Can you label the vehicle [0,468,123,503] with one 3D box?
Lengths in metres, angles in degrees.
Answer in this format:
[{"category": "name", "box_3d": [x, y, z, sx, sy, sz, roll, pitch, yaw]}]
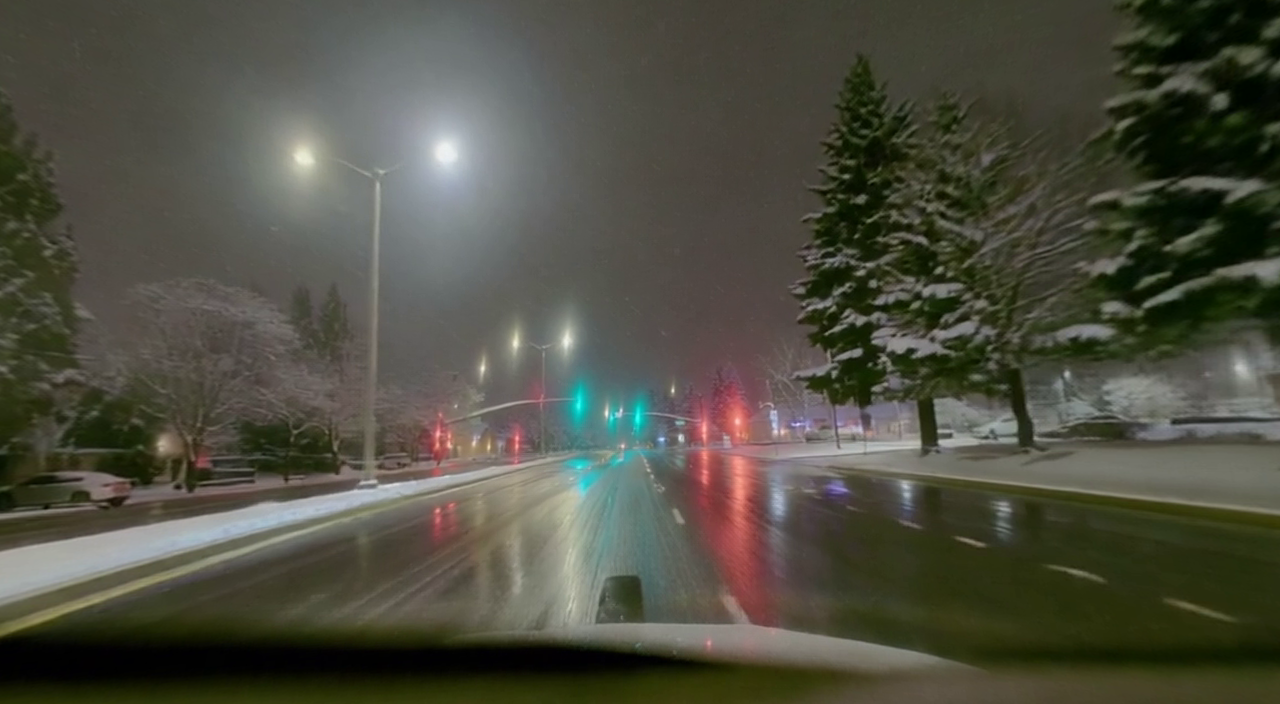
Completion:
[{"category": "vehicle", "box_3d": [-31.244, 7.164, 34.061, 4.885, 1.727, 2.080, 0, -9, 1]}]
